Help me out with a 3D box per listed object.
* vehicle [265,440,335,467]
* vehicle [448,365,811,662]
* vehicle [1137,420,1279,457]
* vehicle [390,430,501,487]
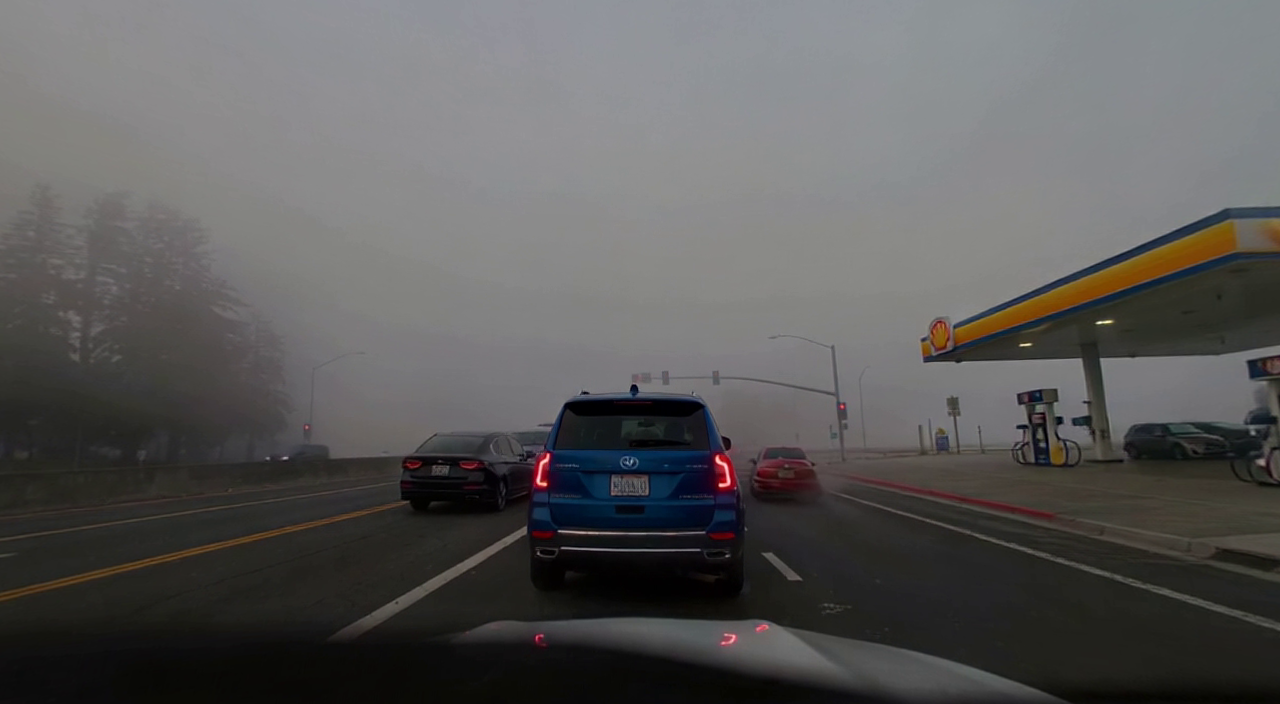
[{"bbox_3d":[-23.546,7.019,43.838,1.988,1.741,4.522,-1,-9,5],"label":"vehicle"},{"bbox_3d":[0.013,1.315,6.130,2.236,1.819,4.291,-1,-9,2],"label":"vehicle"},{"bbox_3d":[25.950,3.970,28.785,4.551,1.616,1.973,-2,-9,11],"label":"vehicle"},{"bbox_3d":[-6.647,3.706,22.181,2.065,1.753,4.525,-1,-9,6],"label":"vehicle"}]
